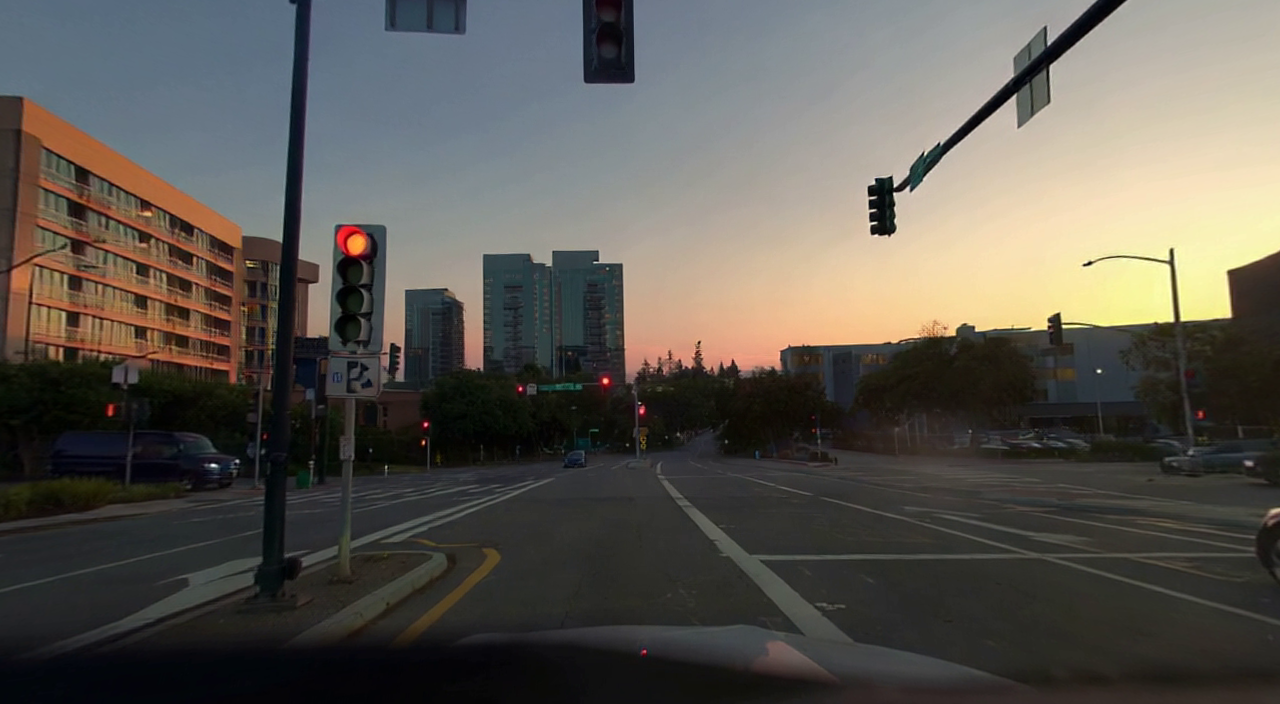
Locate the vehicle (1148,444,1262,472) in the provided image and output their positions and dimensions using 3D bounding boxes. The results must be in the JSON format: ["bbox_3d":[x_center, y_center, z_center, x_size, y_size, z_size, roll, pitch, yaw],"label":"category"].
[{"bbox_3d":[33.362,6.274,37.098,4.736,1.542,1.966,0,-9,0],"label":"vehicle"}]

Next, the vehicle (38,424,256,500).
[{"bbox_3d":[-21.573,4.827,27.792,7.088,3.096,2.678,0,-9,-3],"label":"vehicle"}]
